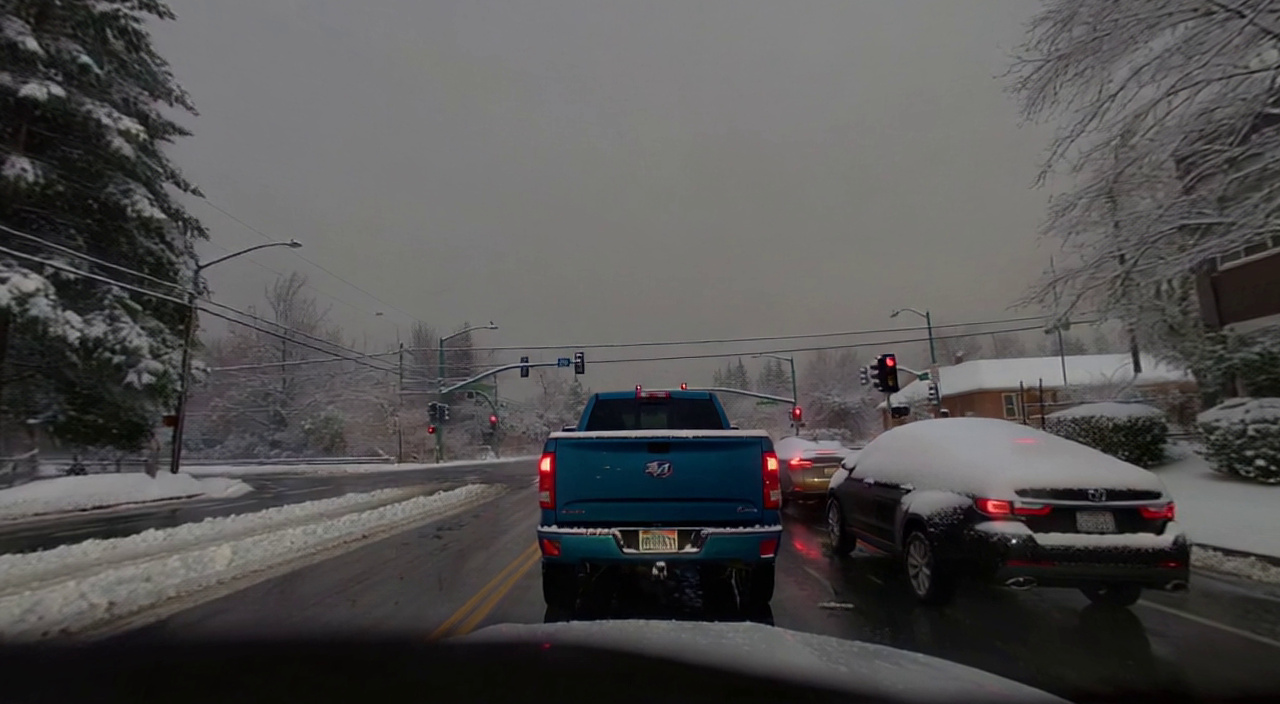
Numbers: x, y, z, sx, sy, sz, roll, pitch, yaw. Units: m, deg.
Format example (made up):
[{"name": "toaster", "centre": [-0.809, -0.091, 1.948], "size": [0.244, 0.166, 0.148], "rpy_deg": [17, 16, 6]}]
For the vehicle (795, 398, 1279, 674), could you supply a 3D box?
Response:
[{"name": "vehicle", "centre": [3.331, 1.500, 6.485], "size": [2.155, 1.667, 5.162], "rpy_deg": [0, -8, 0]}]

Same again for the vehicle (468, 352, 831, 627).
[{"name": "vehicle", "centre": [0.094, 1.394, 7.408], "size": [2.636, 2.011, 5.425], "rpy_deg": [0, -8, 1]}]

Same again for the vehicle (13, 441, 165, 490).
[{"name": "vehicle", "centre": [-21.745, 4.459, 25.197], "size": [2.062, 1.764, 4.508], "rpy_deg": [0, -8, -2]}]
